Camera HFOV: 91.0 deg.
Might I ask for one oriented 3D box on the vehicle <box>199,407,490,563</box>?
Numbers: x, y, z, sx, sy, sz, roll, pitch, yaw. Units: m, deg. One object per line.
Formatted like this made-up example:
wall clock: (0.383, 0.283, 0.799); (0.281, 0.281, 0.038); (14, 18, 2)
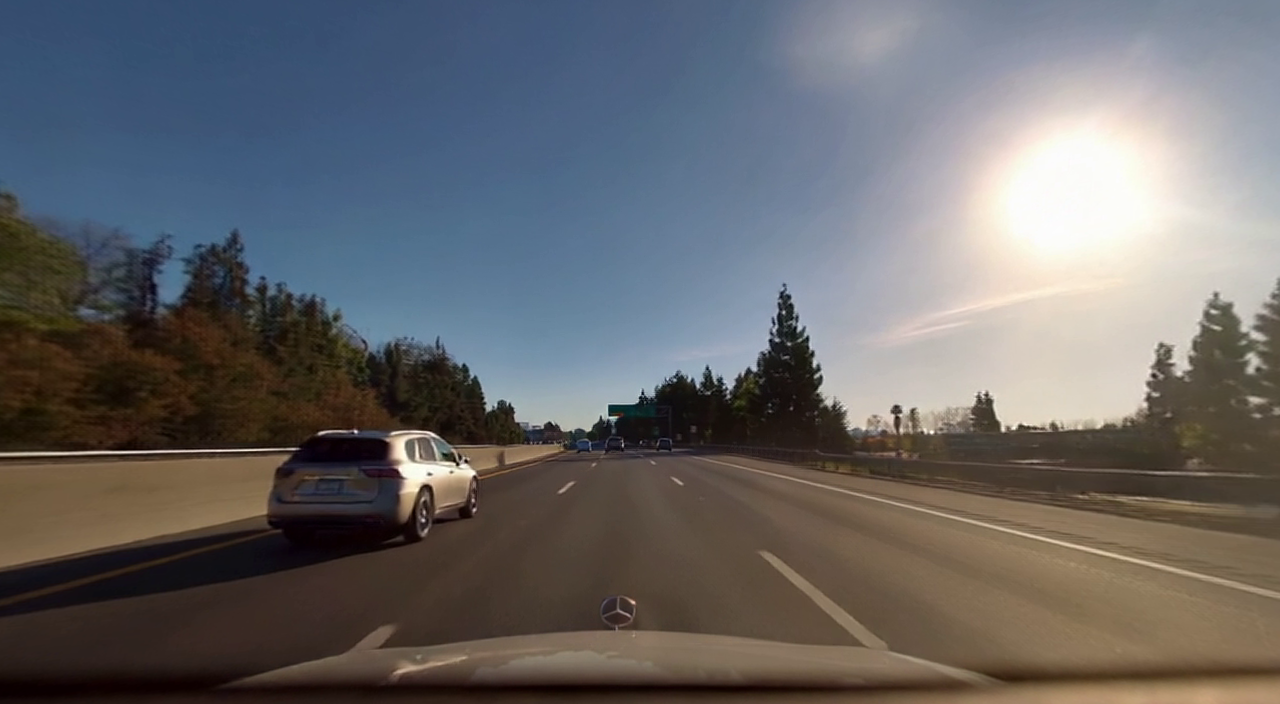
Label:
vehicle: (-3.686, 1.730, 8.946); (2.074, 1.652, 4.273); (0, -8, 0)
